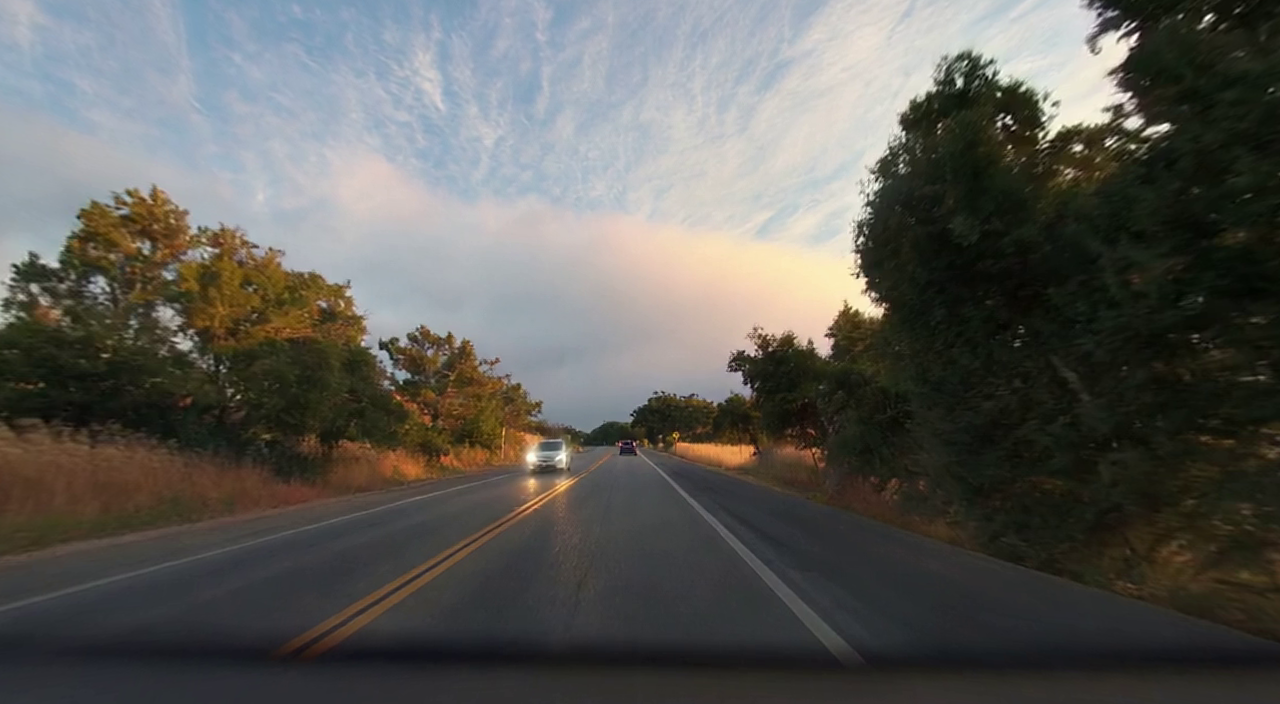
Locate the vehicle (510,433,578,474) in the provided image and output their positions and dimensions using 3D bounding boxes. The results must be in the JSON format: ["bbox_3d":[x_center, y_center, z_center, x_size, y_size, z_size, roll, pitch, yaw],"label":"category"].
[{"bbox_3d":[-4.645,5.021,31.421,2.695,1.840,4.689,0,-9,-1],"label":"vehicle"}]
